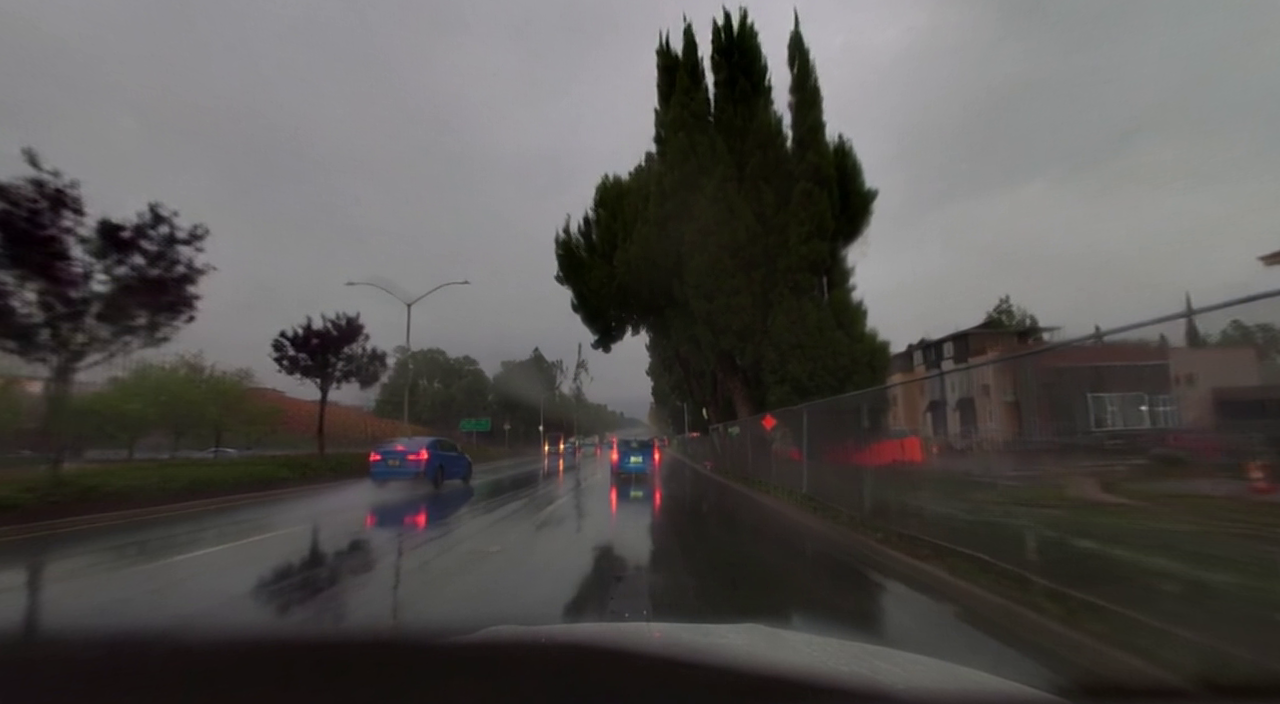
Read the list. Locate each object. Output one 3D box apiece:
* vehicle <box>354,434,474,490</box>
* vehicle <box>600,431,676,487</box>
[{"bbox_3d":[-6.663,3.285,19.145,1.877,1.479,4.430,0,-8,2],"label":"vehicle"},{"bbox_3d":[-0.074,3.478,20.824,2.227,1.654,4.091,0,-8,0],"label":"vehicle"}]
